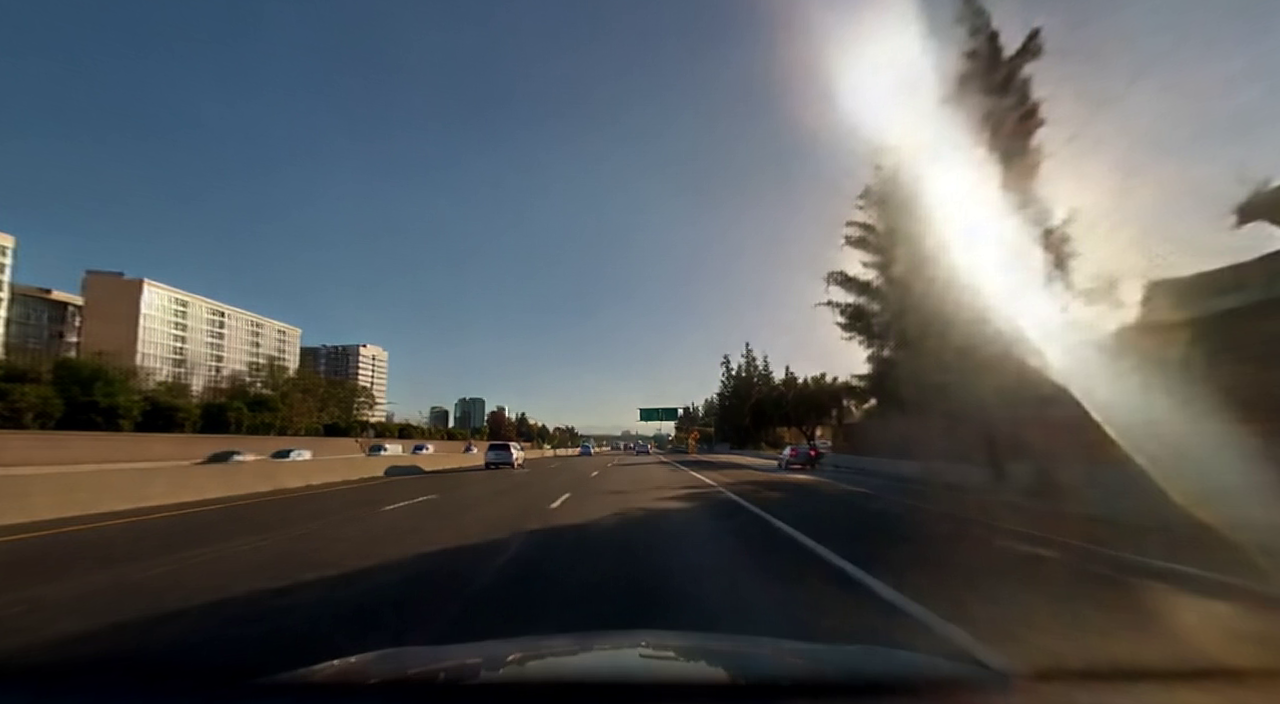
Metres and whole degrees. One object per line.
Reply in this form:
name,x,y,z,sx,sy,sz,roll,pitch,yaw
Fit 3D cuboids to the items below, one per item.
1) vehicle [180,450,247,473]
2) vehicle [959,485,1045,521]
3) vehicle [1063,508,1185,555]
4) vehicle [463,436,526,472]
vehicle,-31.454,8.046,46.666,1.868,1.536,4.251,0,-8,1
vehicle,21.407,8.898,37.542,2.008,1.658,4.776,0,-8,-5
vehicle,22.164,8.209,29.162,1.790,1.475,4.520,0,-8,-4
vehicle,-7.222,5.103,31.719,2.088,1.678,4.426,0,-8,0
